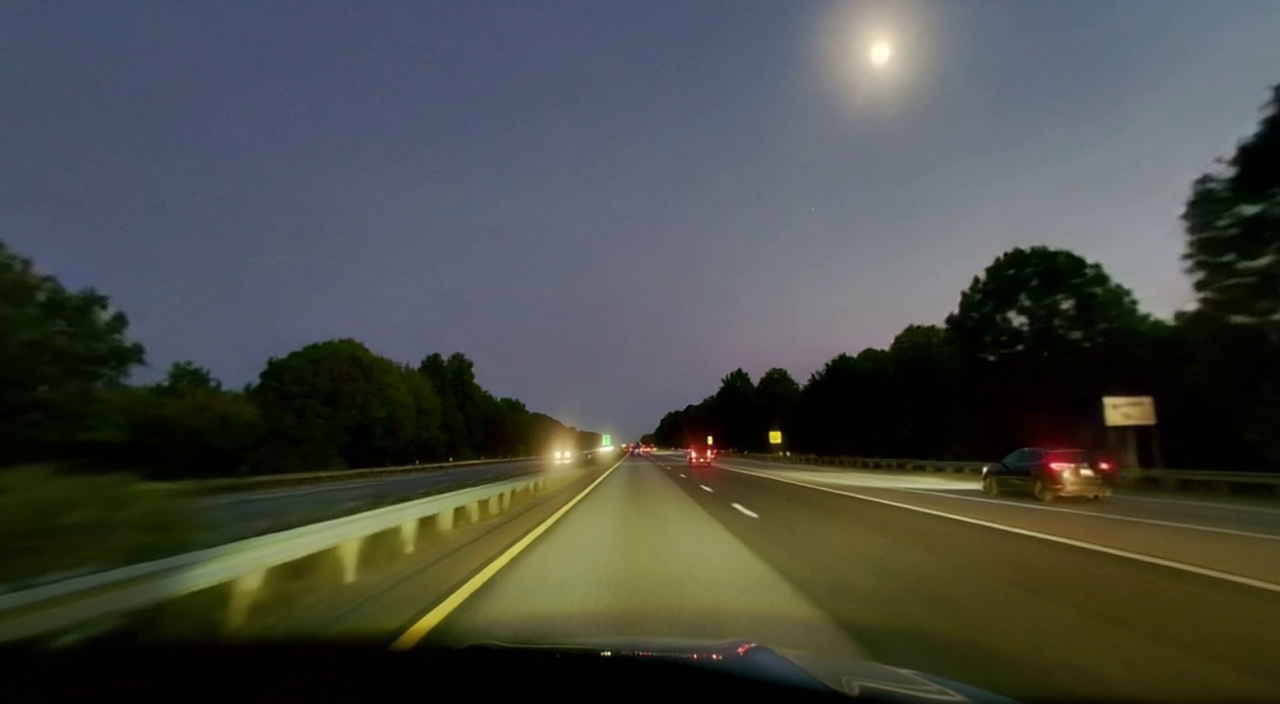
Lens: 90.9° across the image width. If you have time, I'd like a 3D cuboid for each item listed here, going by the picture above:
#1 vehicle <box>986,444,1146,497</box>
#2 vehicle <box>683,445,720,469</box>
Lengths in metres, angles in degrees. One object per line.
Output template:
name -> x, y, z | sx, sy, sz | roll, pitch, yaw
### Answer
vehicle -> 12.408, 3.448, 18.690 | 1.926, 1.386, 3.719 | 1, -9, -5
vehicle -> 4.222, 7.316, 44.073 | 2.058, 1.605, 4.116 | 0, -9, -2
